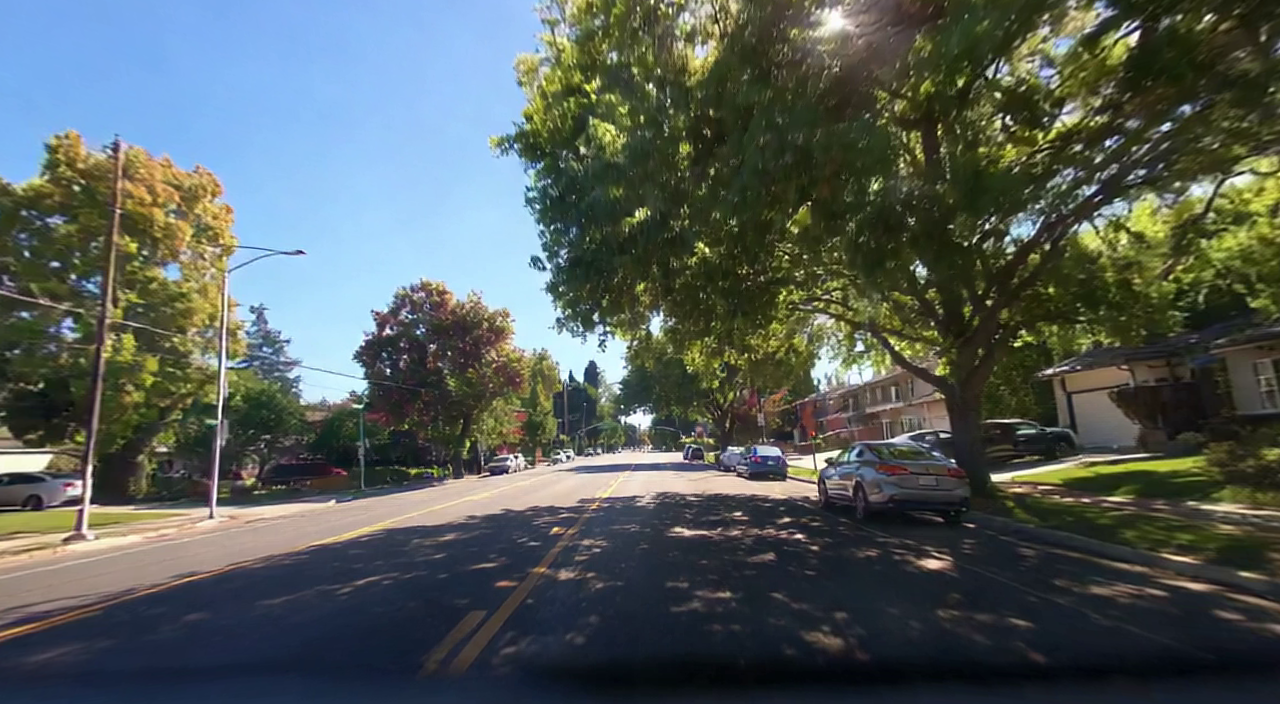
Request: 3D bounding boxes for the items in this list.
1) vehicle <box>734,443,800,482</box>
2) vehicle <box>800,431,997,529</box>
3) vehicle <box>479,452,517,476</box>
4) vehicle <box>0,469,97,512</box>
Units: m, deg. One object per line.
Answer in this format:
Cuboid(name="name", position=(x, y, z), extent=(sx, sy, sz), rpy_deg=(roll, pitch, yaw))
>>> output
Cuboid(name="vehicle", position=(5.247, 4.602, 26.657), extent=(1.924, 1.516, 4.163), rpy_deg=(0, -8, 0))
Cuboid(name="vehicle", position=(4.771, 2.413, 12.568), extent=(1.934, 1.573, 4.547), rpy_deg=(0, -8, -1))
Cuboid(name="vehicle", position=(-10.378, 8.216, 46.403), extent=(1.845, 1.626, 4.105), rpy_deg=(0, -8, -1))
Cuboid(name="vehicle", position=(-23.317, 5.149, 23.572), extent=(4.410, 1.440, 1.838), rpy_deg=(0, -8, 1))
